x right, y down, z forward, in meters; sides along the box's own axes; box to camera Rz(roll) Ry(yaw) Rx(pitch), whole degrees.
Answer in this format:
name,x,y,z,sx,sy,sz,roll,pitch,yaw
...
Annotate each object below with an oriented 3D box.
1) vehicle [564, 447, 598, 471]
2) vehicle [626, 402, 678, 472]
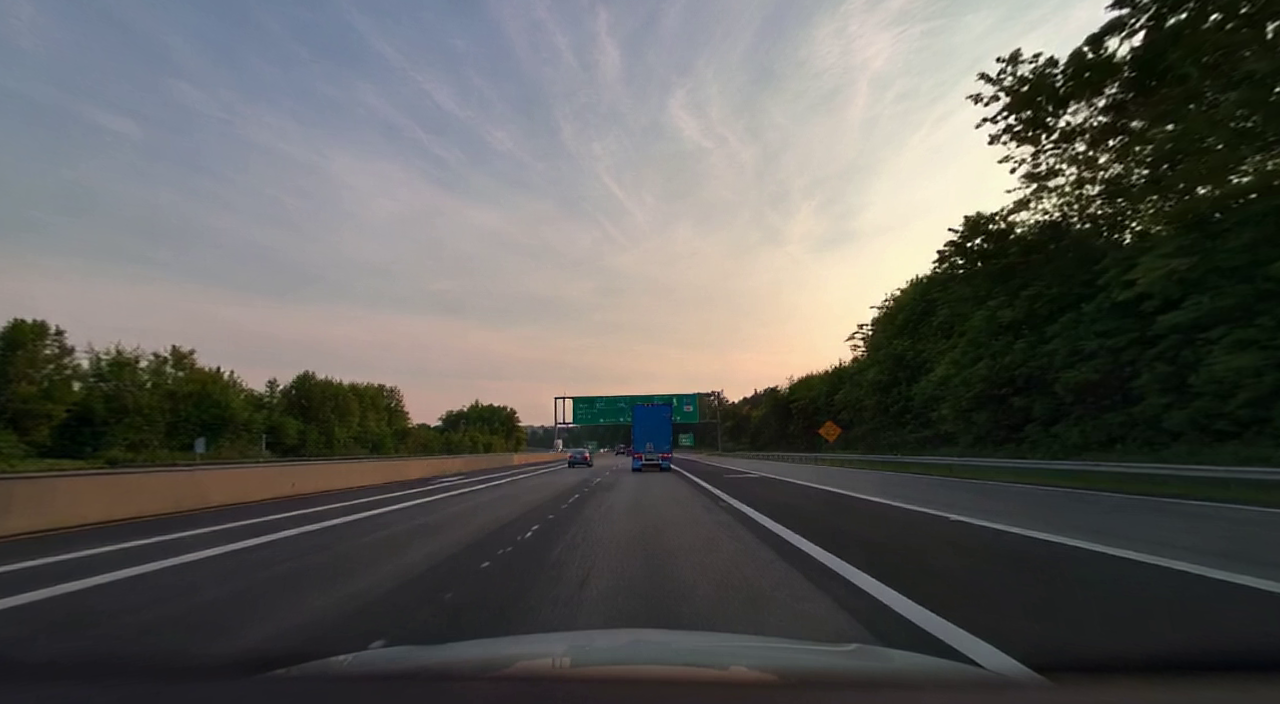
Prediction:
name,x,y,z,sx,sy,sz,roll,pitch,yaw
vehicle,-3.898,7.139,42.190,1.873,1.469,3.601,0,-9,1
vehicle,0.741,5.762,42.107,3.022,4.072,10.318,0,-9,0
